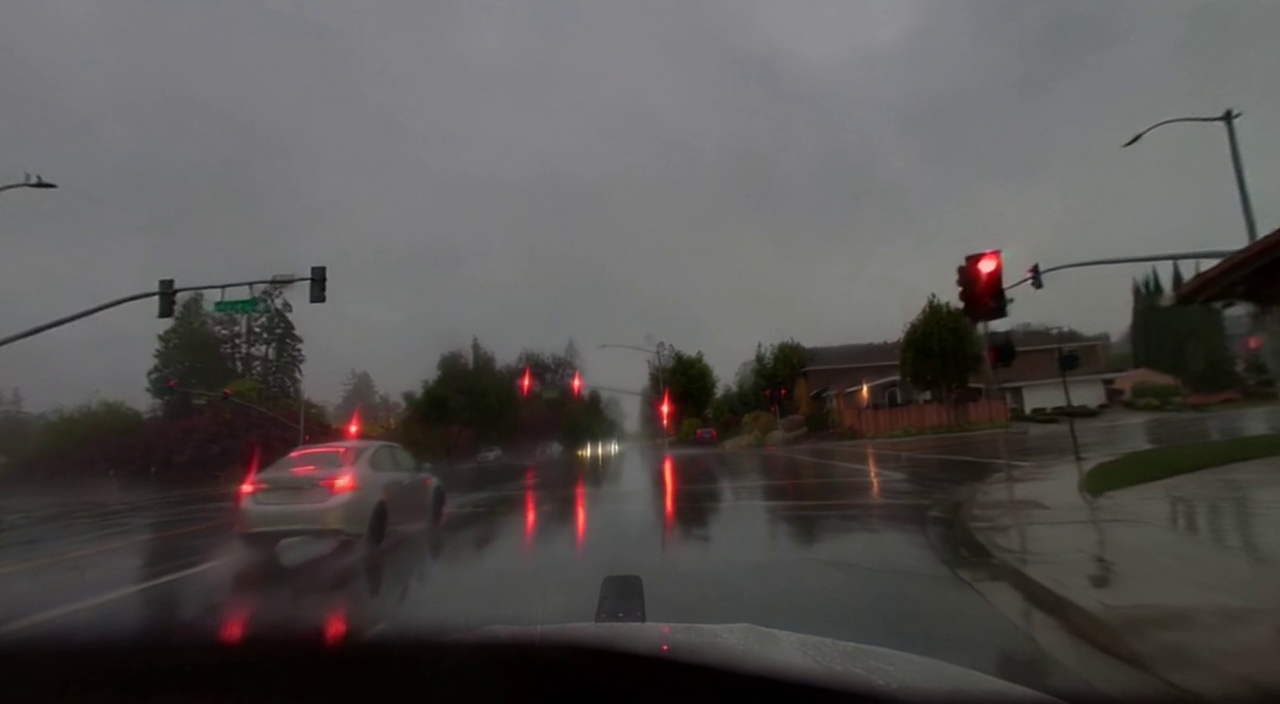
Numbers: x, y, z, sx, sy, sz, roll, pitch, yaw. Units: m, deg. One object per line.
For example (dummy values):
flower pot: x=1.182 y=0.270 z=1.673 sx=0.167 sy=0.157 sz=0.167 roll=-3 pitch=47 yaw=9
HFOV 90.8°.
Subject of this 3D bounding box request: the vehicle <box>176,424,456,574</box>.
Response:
vehicle: x=-3.929 y=1.786 z=8.531 sx=1.777 sy=1.537 sz=3.831 roll=0 pitch=-8 yaw=-1
